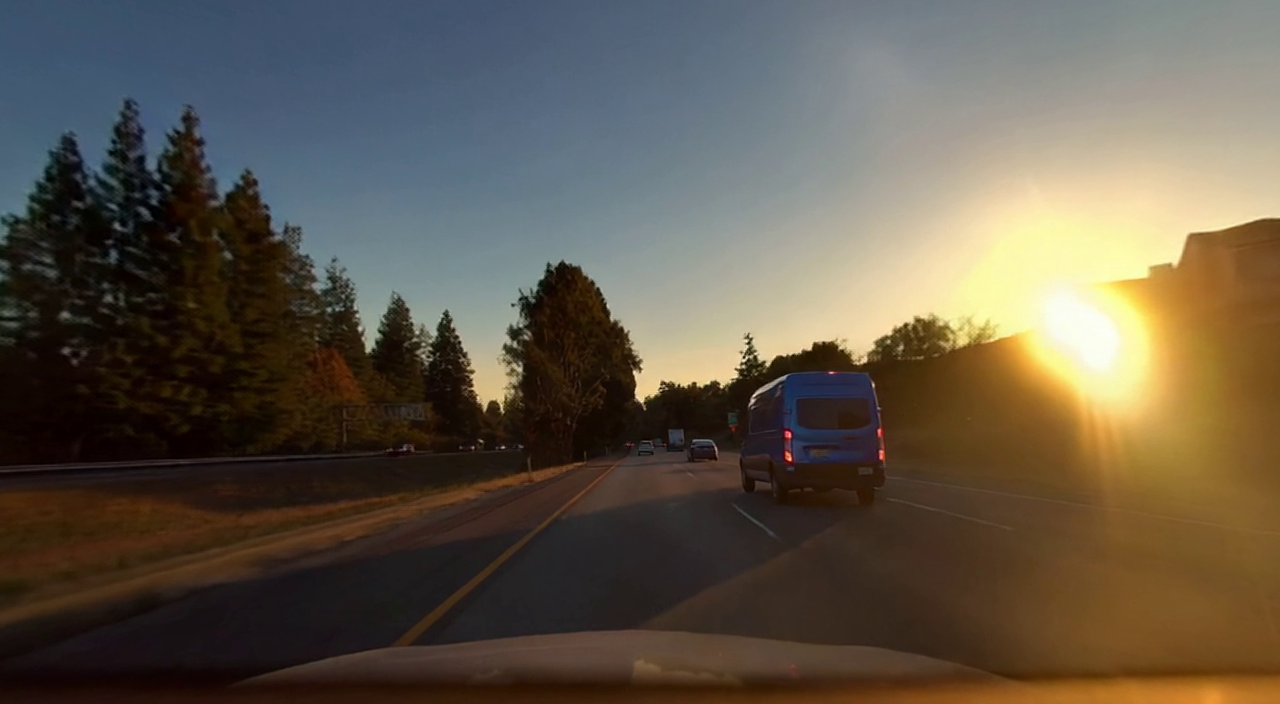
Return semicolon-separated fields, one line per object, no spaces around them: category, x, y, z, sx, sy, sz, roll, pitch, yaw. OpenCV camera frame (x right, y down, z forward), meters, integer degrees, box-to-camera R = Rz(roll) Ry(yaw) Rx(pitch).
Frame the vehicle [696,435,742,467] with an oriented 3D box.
vehicle;4.427;5.624;35.940;2.034;1.651;4.342;0;-8;-1

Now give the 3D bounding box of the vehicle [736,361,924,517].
vehicle;3.696;1.911;13.816;2.302;2.670;5.912;0;-8;1
